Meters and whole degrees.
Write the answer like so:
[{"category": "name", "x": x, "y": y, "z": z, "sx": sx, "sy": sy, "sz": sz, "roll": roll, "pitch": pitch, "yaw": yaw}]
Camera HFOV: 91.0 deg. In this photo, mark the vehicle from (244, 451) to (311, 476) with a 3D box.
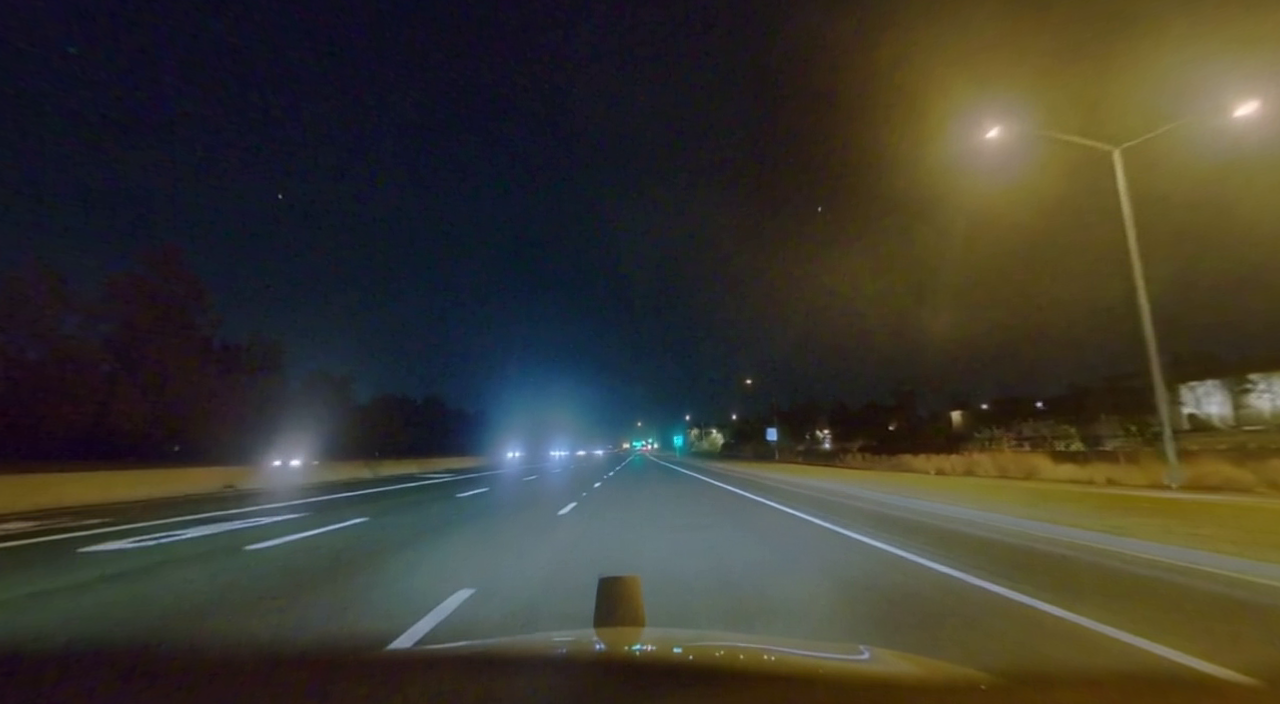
[{"category": "vehicle", "x": -24.949, "y": 7.662, "z": 43.532, "sx": 1.918, "sy": 1.596, "sz": 4.471, "roll": 0, "pitch": -9, "yaw": 2}]
